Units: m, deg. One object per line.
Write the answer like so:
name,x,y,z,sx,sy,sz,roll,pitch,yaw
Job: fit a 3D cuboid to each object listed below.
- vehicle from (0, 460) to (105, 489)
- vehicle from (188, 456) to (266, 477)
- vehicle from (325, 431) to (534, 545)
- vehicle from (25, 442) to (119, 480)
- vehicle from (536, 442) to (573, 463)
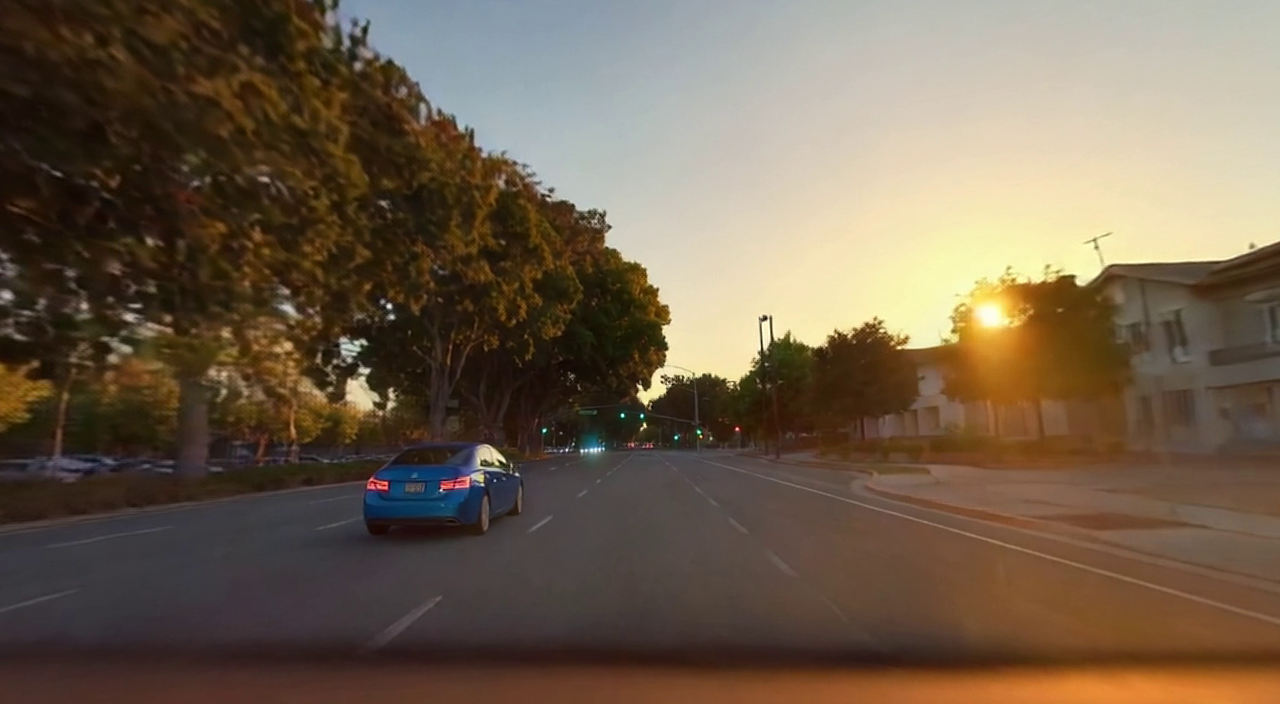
vehicle,-31.078,6.371,32.840,4.737,1.375,1.926,0,-8,4
vehicle,-30.693,8.514,46.931,4.424,1.535,1.948,0,-9,0
vehicle,-3.163,2.130,10.590,1.924,1.480,4.421,0,-8,1
vehicle,-43.932,8.388,48.962,2.334,2.713,5.251,0,-7,0
vehicle,-6.356,7.535,47.335,2.027,1.501,4.707,0,-8,1
